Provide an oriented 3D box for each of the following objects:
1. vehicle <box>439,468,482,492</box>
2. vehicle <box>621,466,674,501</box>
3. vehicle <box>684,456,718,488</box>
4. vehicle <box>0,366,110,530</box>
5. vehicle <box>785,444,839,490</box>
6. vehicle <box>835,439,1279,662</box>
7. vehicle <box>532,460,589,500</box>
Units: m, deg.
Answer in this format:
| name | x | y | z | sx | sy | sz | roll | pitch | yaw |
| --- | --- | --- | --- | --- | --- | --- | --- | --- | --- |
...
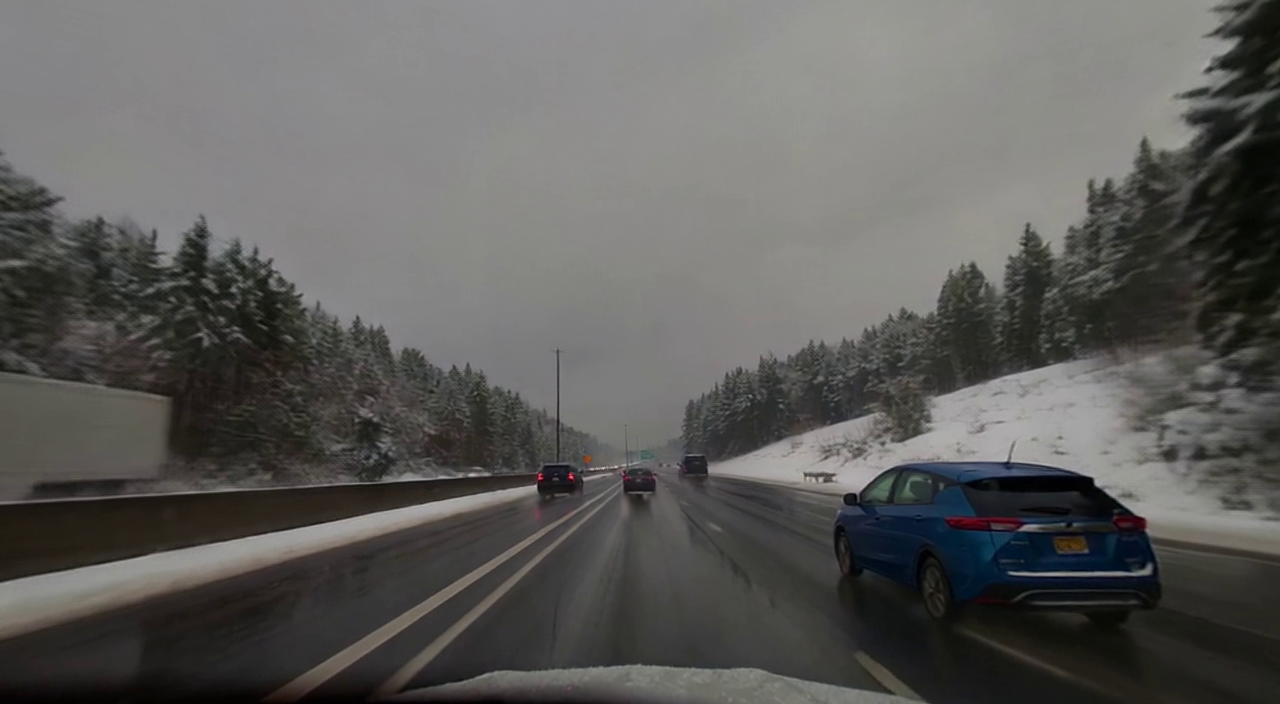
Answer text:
| name | x | y | z | sx | sy | sz | roll | pitch | yaw |
| --- | --- | --- | --- | --- | --- | --- | --- | --- | --- |
| vehicle | -13.268 | 9.497 | 46.868 | 1.921 | 1.633 | 4.323 | 0 | -10 | 0 |
| vehicle | 0.356 | 5.944 | 28.692 | 2.241 | 1.425 | 3.973 | 0 | -10 | 0 |
| vehicle | 4.388 | 8.670 | 45.696 | 2.030 | 2.172 | 3.621 | 1 | -10 | -1 |
| vehicle | -16.150 | 1.816 | 12.324 | 2.875 | 3.702 | 9.671 | 0 | -10 | 1 |
| vehicle | 11.697 | 7.865 | 43.212 | 2.343 | 2.919 | 4.417 | 1 | -10 | -1 |
| vehicle | 3.606 | 1.766 | 6.477 | 1.938 | 1.561 | 3.786 | 1 | -10 | -1 |
| vehicle | -3.654 | 5.981 | 29.624 | 2.021 | 1.706 | 4.247 | 0 | -10 | 1 |
